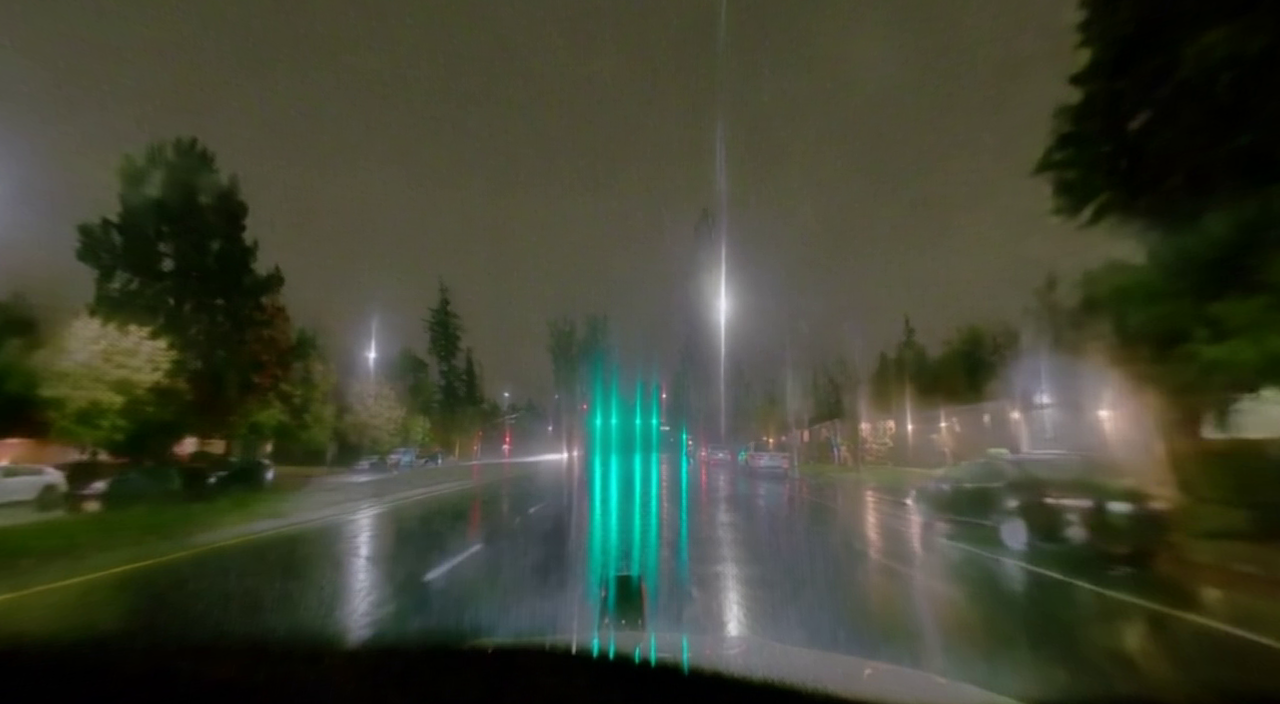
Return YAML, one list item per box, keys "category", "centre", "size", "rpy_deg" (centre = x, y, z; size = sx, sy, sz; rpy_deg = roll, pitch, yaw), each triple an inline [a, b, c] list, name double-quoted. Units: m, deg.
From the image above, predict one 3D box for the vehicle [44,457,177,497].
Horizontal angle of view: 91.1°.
- category: "vehicle"
  centre: [-22.254, 5.233, 26.650]
  size: [1.785, 1.461, 4.377]
  rpy_deg: [0, -9, 0]

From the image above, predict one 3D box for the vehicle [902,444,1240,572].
- category: "vehicle"
  centre: [6.069, 2.200, 9.721]
  size: [1.945, 1.481, 4.421]
  rpy_deg: [1, -9, -3]

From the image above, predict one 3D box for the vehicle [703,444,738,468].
- category: "vehicle"
  centre: [5.943, 7.718, 46.785]
  size: [1.918, 1.662, 4.393]
  rpy_deg: [1, -9, -2]

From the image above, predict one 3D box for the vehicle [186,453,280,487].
- category: "vehicle"
  centre: [-22.018, 6.376, 34.213]
  size: [1.911, 1.473, 4.610]
  rpy_deg: [-1, -6, 3]

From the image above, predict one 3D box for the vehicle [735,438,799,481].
- category: "vehicle"
  centre: [5.896, 5.038, 29.640]
  size: [2.004, 1.816, 4.585]
  rpy_deg: [0, -9, -1]
